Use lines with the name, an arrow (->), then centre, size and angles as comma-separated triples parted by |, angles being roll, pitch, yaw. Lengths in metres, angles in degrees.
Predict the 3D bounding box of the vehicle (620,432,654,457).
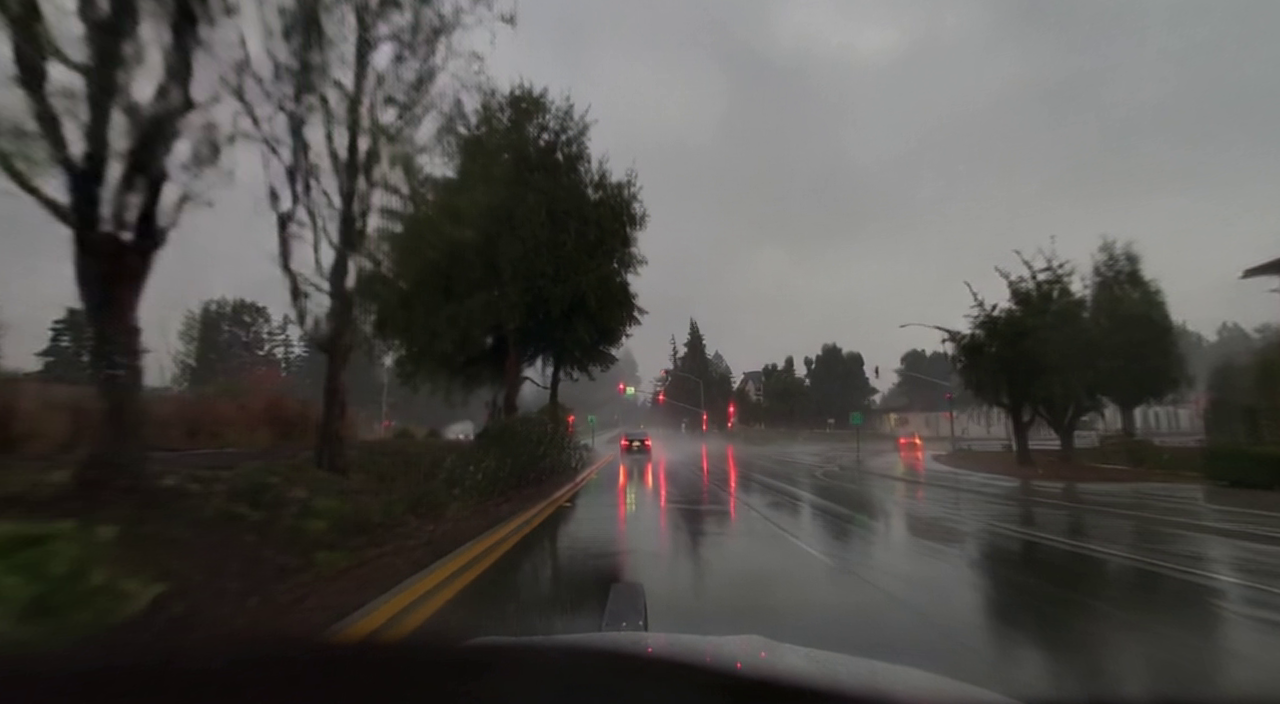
vehicle -> -0.225, 5.809, 39.716 | 2.056, 1.473, 4.380 | 0, -8, -1
